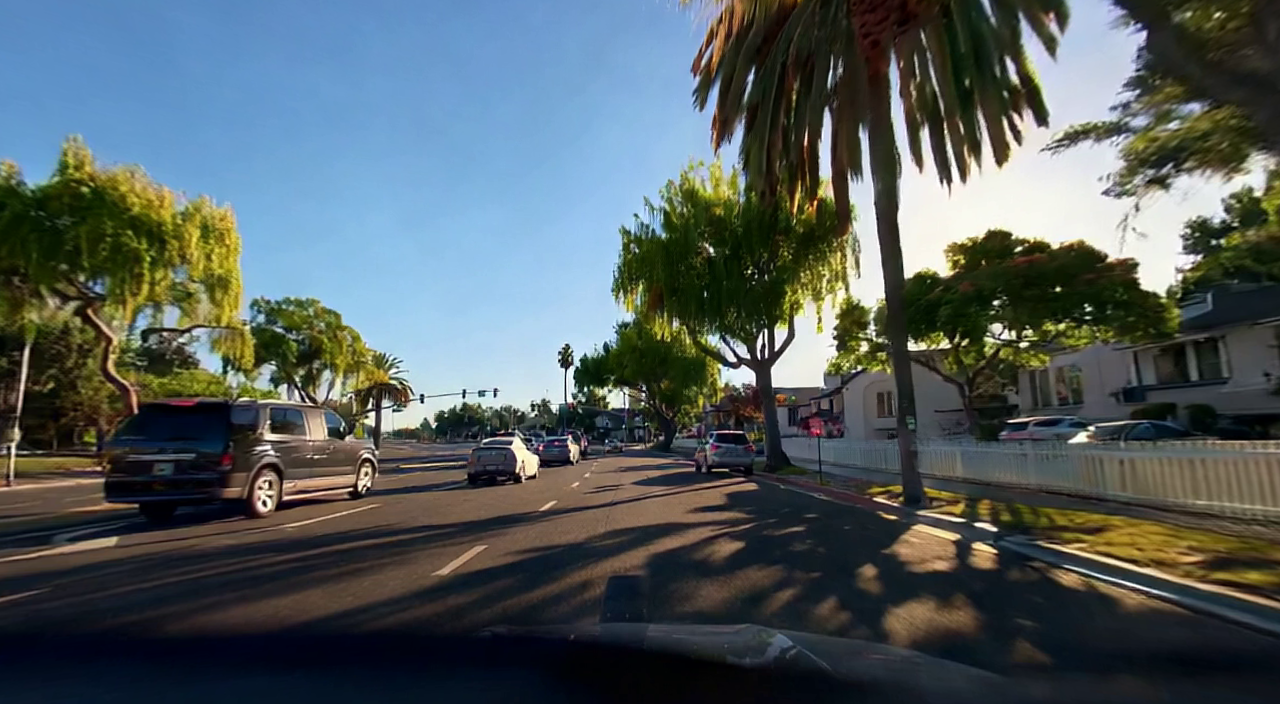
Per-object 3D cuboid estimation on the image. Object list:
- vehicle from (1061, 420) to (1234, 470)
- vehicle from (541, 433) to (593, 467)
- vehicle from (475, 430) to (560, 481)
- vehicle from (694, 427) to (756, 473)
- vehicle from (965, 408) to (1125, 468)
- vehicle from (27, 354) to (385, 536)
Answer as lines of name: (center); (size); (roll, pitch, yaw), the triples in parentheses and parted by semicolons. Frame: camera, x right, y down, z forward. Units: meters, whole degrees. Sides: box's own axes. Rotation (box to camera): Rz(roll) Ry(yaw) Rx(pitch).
vehicle: (16.353, 2.970, 20.375); (4.537, 1.484, 1.922); (2, -8, -15)
vehicle: (-3.825, 5.220, 33.845); (2.181, 1.636, 4.504); (-1, -8, 0)
vehicle: (-4.092, 3.526, 21.840); (2.051, 1.572, 4.207); (-1, -8, 1)
vehicle: (3.461, 4.054, 26.367); (1.801, 1.746, 4.325); (0, -8, -2)
vehicle: (14.853, 3.134, 23.185); (4.864, 2.000, 2.353); (2, -8, -20)
vehicle: (-7.012, 1.651, 11.501); (2.155, 2.399, 6.101); (-1, -8, 0)
